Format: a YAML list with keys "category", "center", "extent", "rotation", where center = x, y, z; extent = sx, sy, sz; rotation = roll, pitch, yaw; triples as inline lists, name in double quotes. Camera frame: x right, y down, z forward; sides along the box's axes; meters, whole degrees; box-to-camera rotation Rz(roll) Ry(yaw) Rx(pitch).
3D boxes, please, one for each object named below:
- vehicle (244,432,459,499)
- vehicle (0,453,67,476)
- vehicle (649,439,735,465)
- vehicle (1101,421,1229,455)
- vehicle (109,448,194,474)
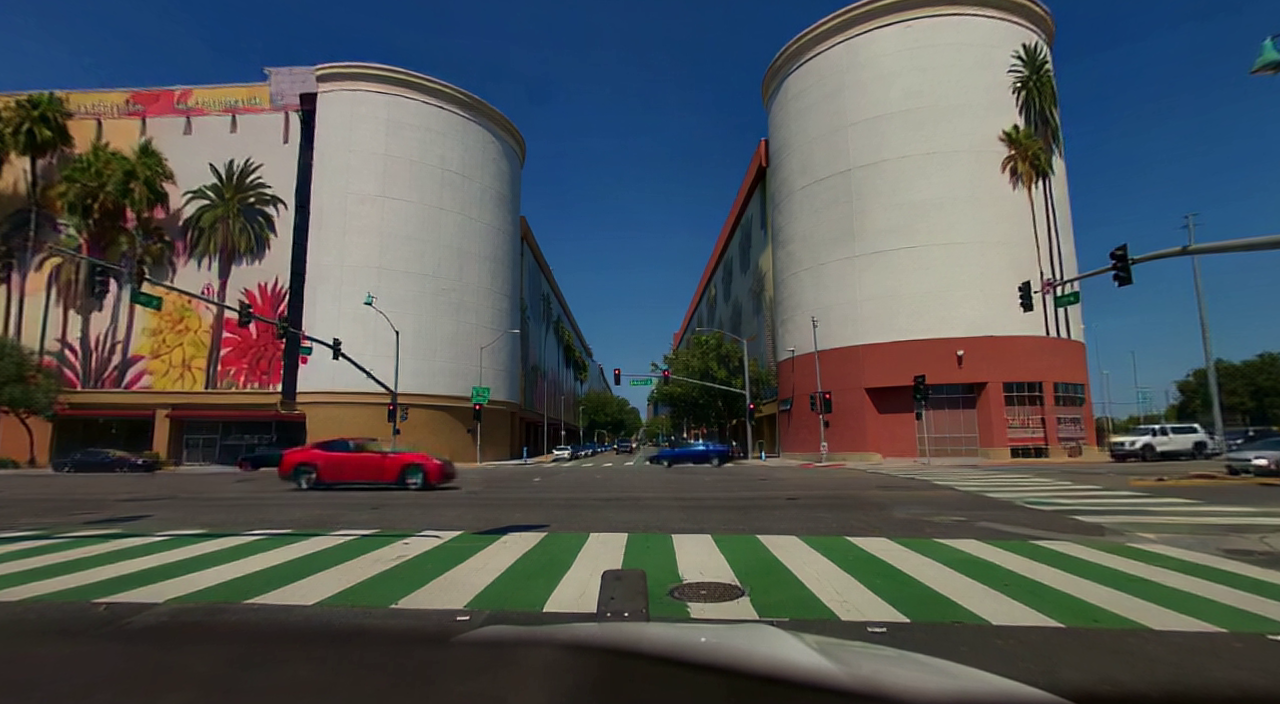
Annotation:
- category: "vehicle"
  center: [-7.703, 3.061, 17.164]
  extent: [4.875, 1.669, 1.953]
  rotation: [-1, -8, 3]
- category: "vehicle"
  center: [-41.680, 7.612, 42.784]
  extent: [3.698, 1.508, 1.779]
  rotation: [0, -8, 1]
- category: "vehicle"
  center: [2.962, 5.842, 36.819]
  extent: [4.893, 1.458, 1.791]
  rotation: [0, -8, 1]
- category: "vehicle"
  center: [30.588, 5.049, 36.839]
  extent: [5.477, 1.880, 2.125]
  rotation: [0, -8, 1]
- category: "vehicle"
  center: [-33.076, 7.395, 42.765]
  extent: [4.136, 1.661, 1.857]
  rotation: [0, -8, 0]
